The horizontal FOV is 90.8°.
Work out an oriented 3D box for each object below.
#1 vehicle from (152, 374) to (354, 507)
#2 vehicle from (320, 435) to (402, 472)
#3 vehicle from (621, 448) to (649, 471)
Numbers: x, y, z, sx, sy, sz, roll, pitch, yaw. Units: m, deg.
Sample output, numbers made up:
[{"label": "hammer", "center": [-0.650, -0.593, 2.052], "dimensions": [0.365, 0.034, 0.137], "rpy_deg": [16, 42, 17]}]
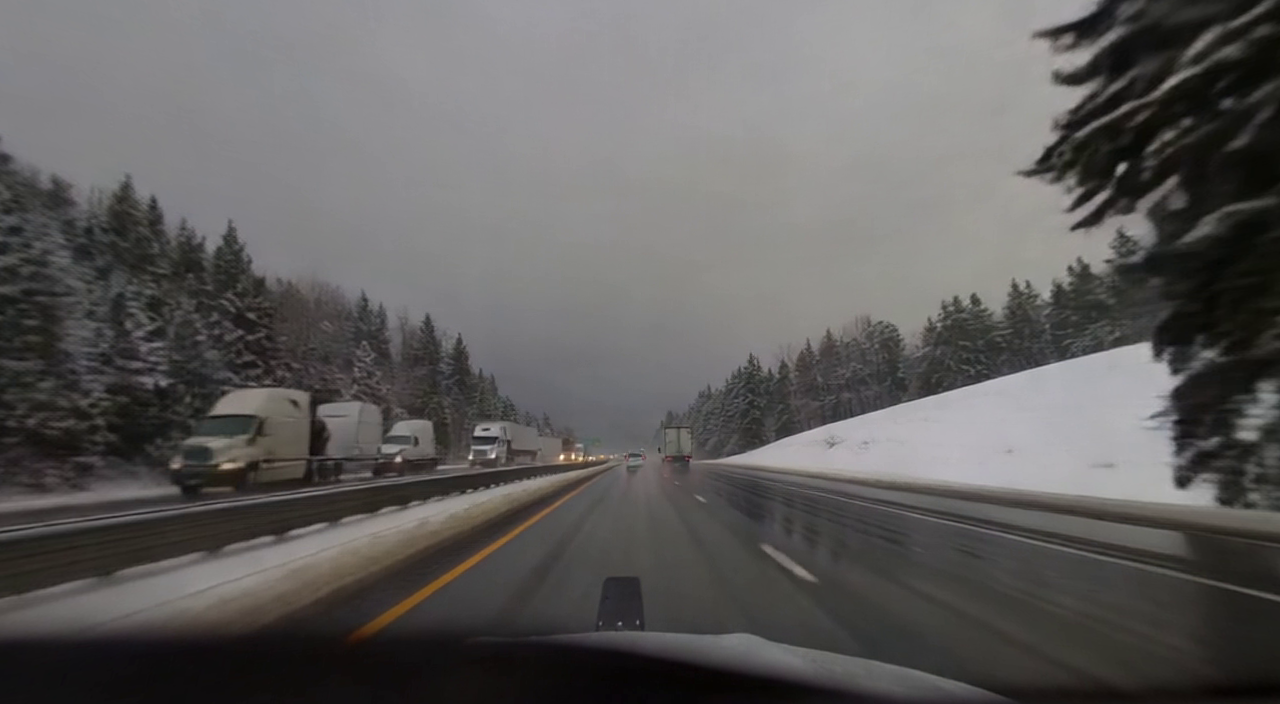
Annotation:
[{"label": "vehicle", "center": [-12.752, 3.048, 21.627], "dimensions": [2.948, 3.877, 6.066], "rpy_deg": [0, -9, -1]}, {"label": "vehicle", "center": [-12.684, 4.652, 28.971], "dimensions": [2.082, 1.570, 3.684], "rpy_deg": [0, -9, 0]}, {"label": "vehicle", "center": [-0.410, 8.456, 49.886], "dimensions": [2.137, 1.689, 4.051], "rpy_deg": [0, -9, -1]}]
